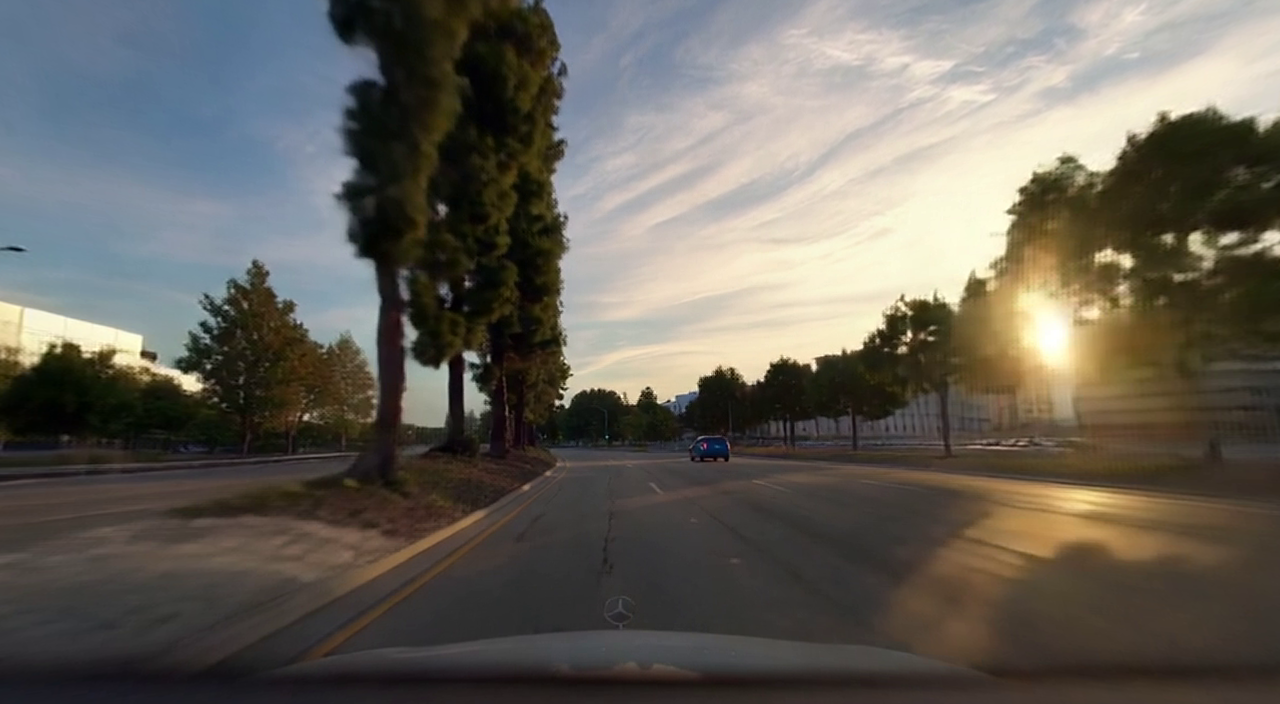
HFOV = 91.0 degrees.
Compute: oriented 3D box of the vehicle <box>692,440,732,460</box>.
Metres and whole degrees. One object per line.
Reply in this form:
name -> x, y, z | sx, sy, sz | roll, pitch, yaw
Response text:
vehicle -> 5.461, 7.525, 48.382 | 1.908, 1.483, 4.474 | 1, -9, -9
